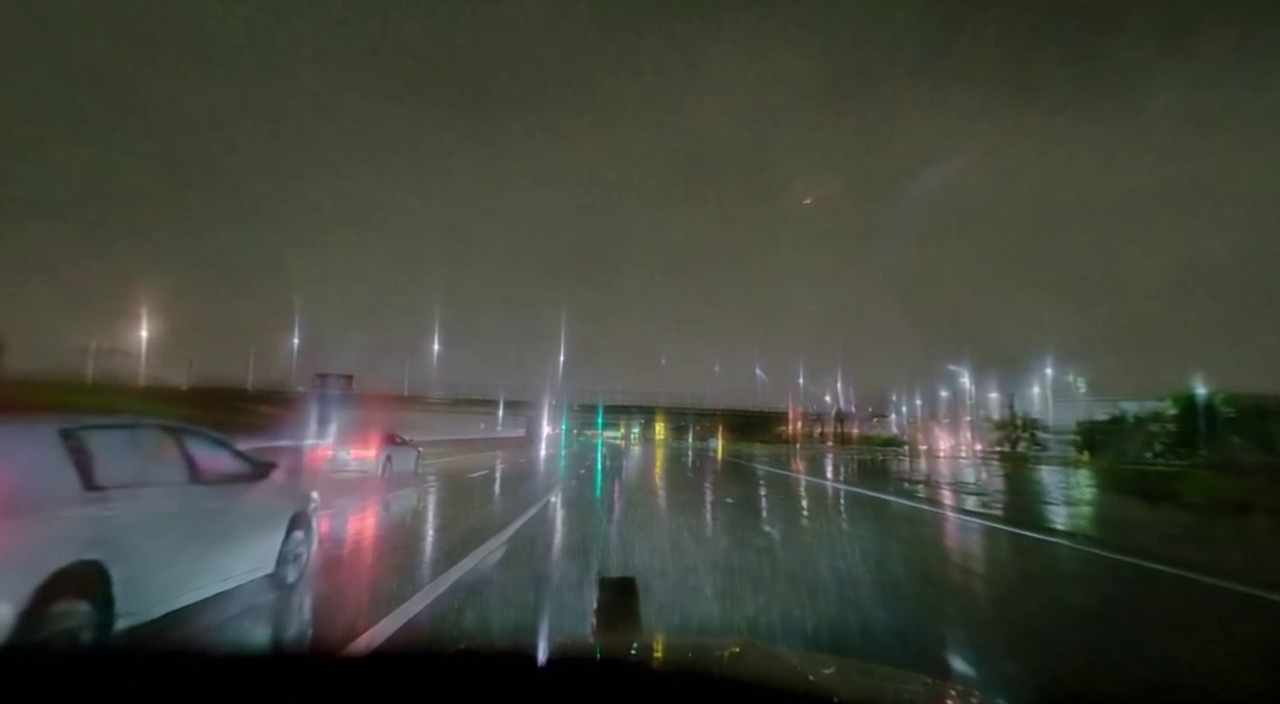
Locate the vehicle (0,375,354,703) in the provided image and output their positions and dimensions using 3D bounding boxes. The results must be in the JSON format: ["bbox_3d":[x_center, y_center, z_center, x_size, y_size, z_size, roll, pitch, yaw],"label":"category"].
[{"bbox_3d":[-3.977,1.062,3.940,2.123,1.601,4.887,0,-8,-1],"label":"vehicle"}]
